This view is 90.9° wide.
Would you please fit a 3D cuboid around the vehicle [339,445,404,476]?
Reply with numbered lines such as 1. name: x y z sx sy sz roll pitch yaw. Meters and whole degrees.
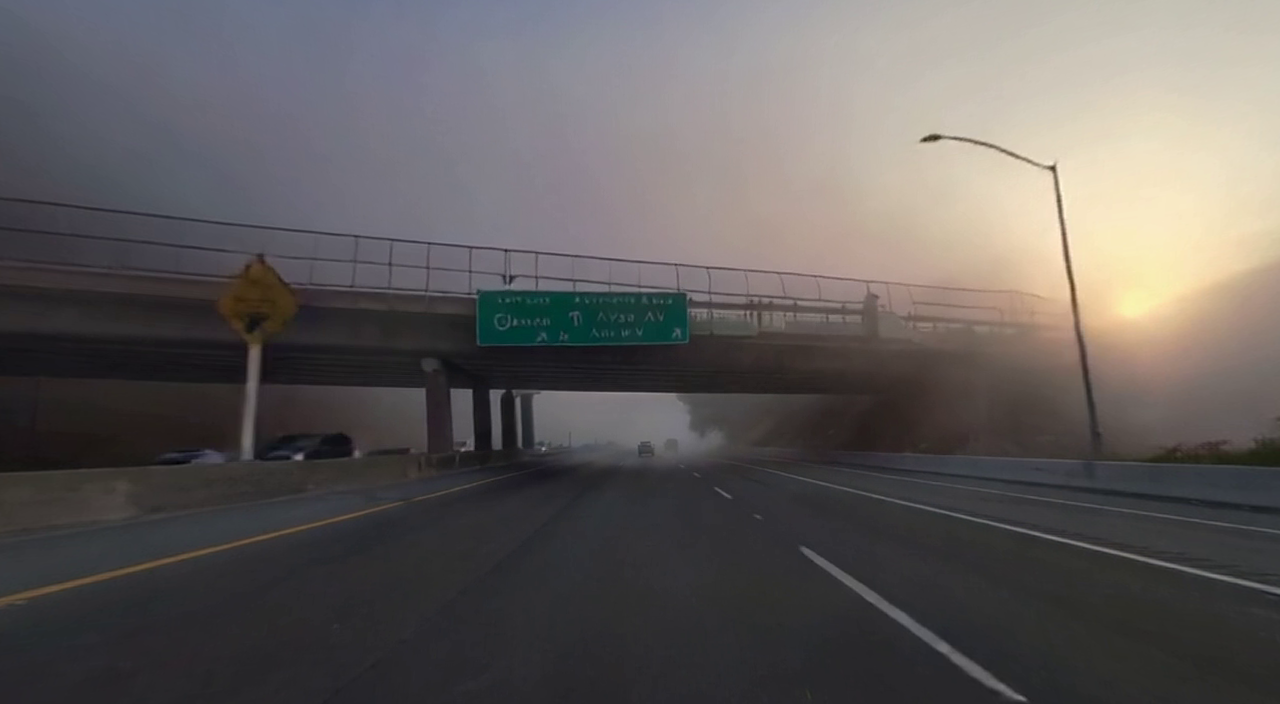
1. vehicle: -14.578 5.905 34.485 1.766 1.535 3.904 0 -8 0

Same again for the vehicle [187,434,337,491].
1. vehicle: -11.870 3.476 20.268 2.020 1.615 4.537 0 -8 0
